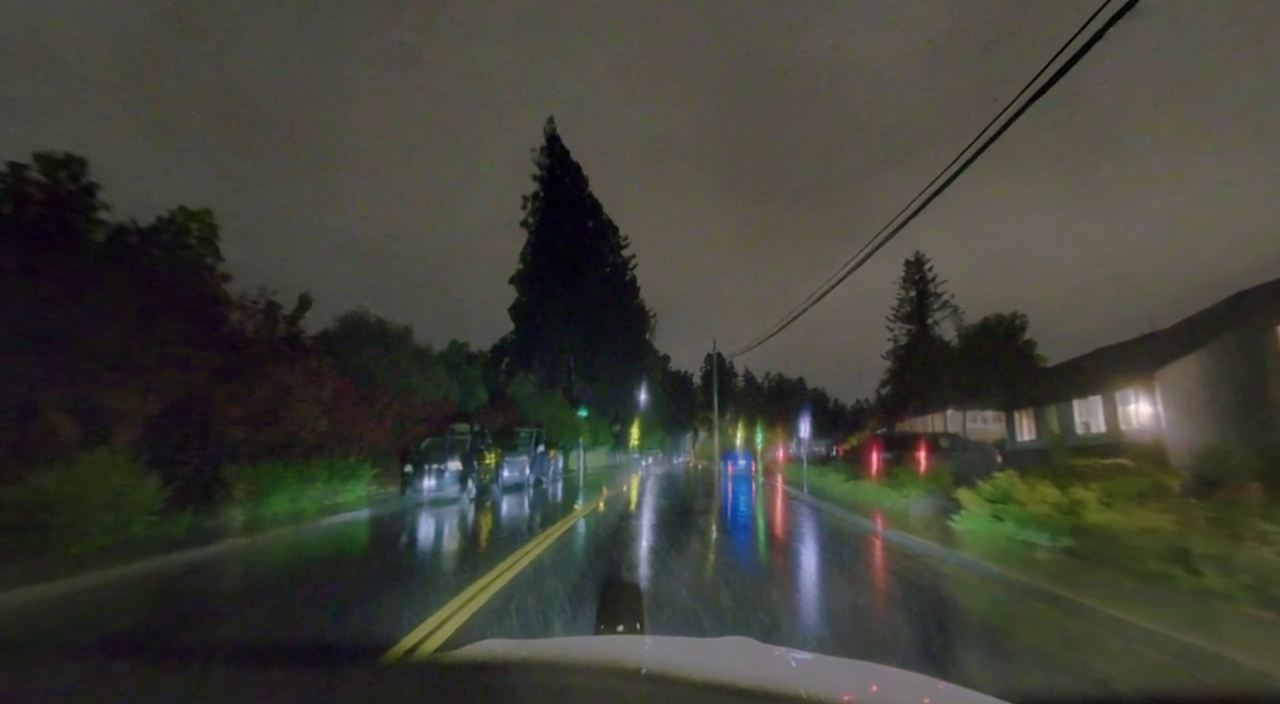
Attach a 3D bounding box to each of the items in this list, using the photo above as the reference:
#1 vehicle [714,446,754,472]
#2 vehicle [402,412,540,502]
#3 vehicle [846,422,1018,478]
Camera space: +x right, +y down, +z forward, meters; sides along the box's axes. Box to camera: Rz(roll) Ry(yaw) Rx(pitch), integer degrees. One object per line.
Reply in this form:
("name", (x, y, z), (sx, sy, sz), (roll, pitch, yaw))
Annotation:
("vehicle", (5.495, 6.169, 36.614), (1.948, 1.408, 4.345), (-2, -8, 12))
("vehicle", (-5.176, 3.630, 20.600), (2.334, 2.126, 6.444), (-5, -15, 3))
("vehicle", (10.634, 3.639, 23.485), (5.325, 1.939, 2.150), (-2, -8, 10))
